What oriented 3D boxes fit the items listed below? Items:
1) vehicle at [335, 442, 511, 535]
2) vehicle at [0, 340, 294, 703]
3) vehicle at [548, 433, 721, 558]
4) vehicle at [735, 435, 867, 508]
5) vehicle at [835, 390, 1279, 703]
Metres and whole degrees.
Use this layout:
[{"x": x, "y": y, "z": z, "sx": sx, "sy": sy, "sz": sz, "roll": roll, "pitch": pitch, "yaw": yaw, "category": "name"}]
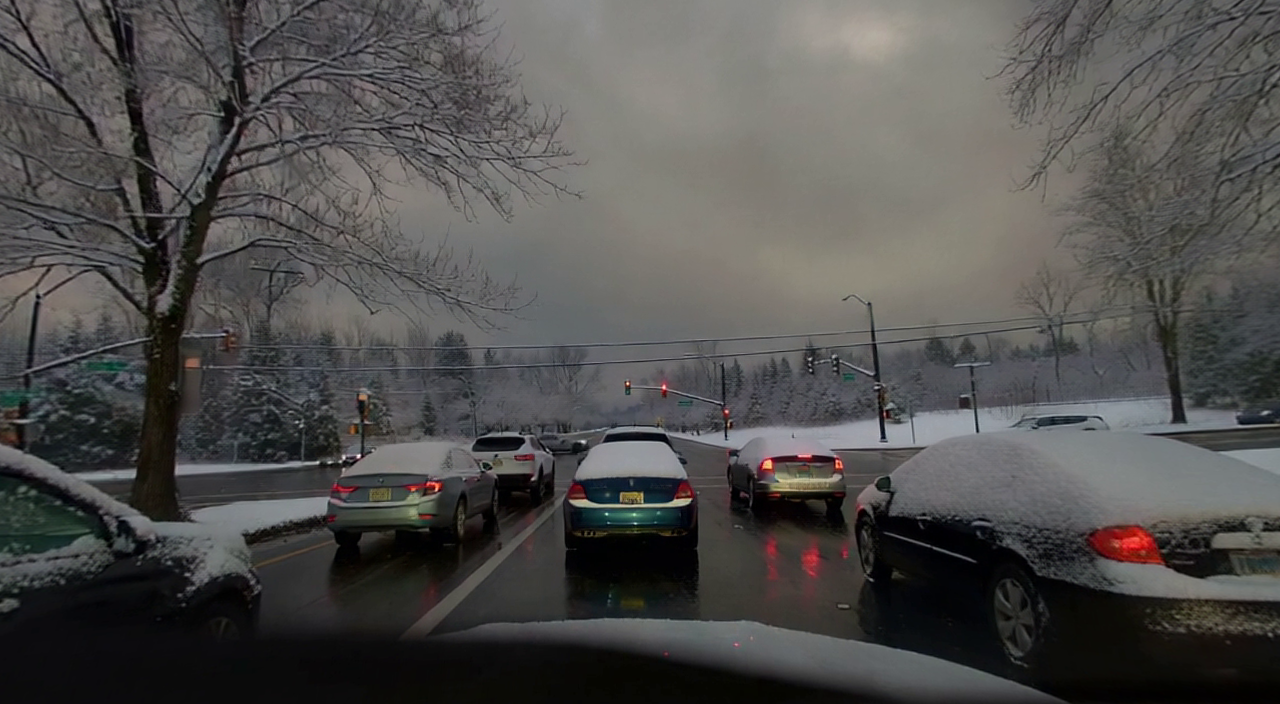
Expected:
[{"x": -3.926, "y": 2.505, "z": 12.329, "sx": 1.919, "sy": 1.459, "sz": 4.371, "roll": 0, "pitch": -8, "yaw": -1, "category": "vehicle"}, {"x": -3.667, "y": 0.834, "z": 2.538, "sx": 2.047, "sy": 1.764, "sz": 4.369, "roll": 0, "pitch": -8, "yaw": 0, "category": "vehicle"}, {"x": -0.080, "y": 2.007, "z": 9.593, "sx": 2.061, "sy": 1.470, "sz": 3.970, "roll": 0, "pitch": -8, "yaw": 0, "category": "vehicle"}, {"x": 3.645, "y": 2.783, "z": 15.236, "sx": 1.922, "sy": 1.472, "sz": 4.440, "roll": 0, "pitch": -8, "yaw": -1, "category": "vehicle"}, {"x": 3.380, "y": 1.303, "z": 5.415, "sx": 1.933, "sy": 1.564, "sz": 4.600, "roll": 0, "pitch": -8, "yaw": 0, "category": "vehicle"}]
